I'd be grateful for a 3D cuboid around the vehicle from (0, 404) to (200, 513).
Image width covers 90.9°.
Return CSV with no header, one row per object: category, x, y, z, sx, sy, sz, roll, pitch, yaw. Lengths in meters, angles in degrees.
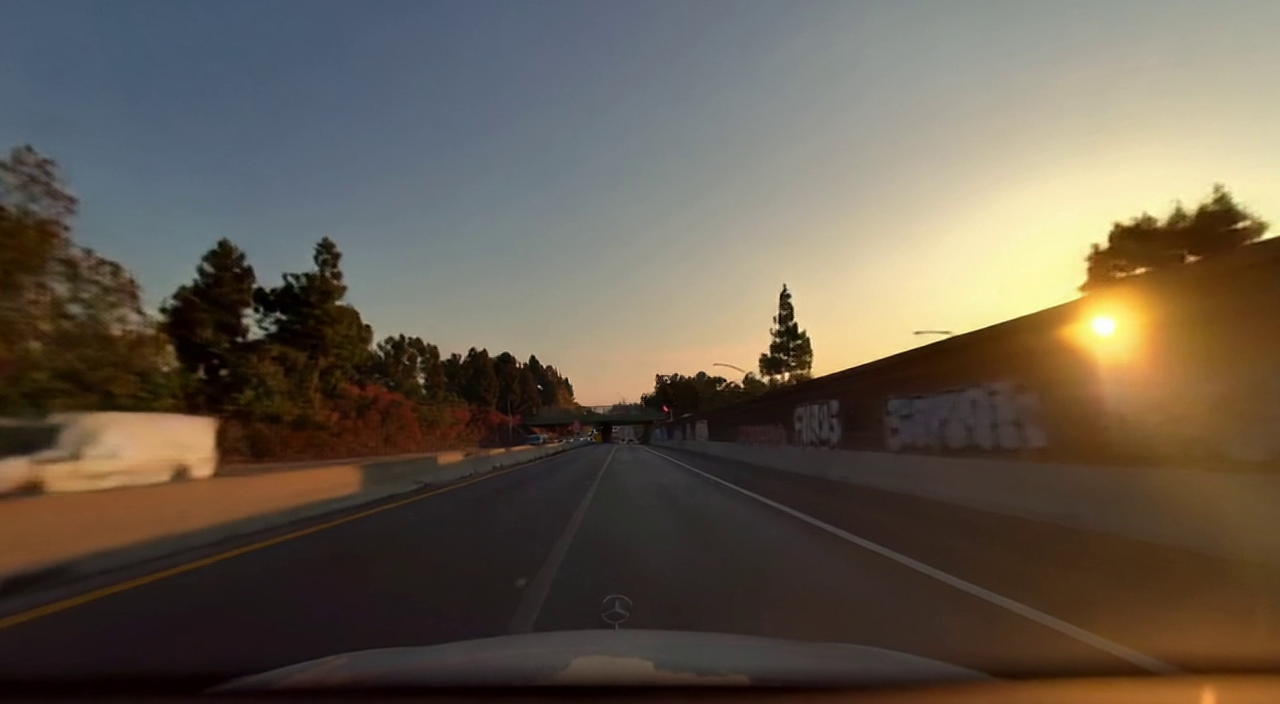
vehicle,-16.046,2.916,17.964,2.299,2.497,6.711,0,-8,-2
